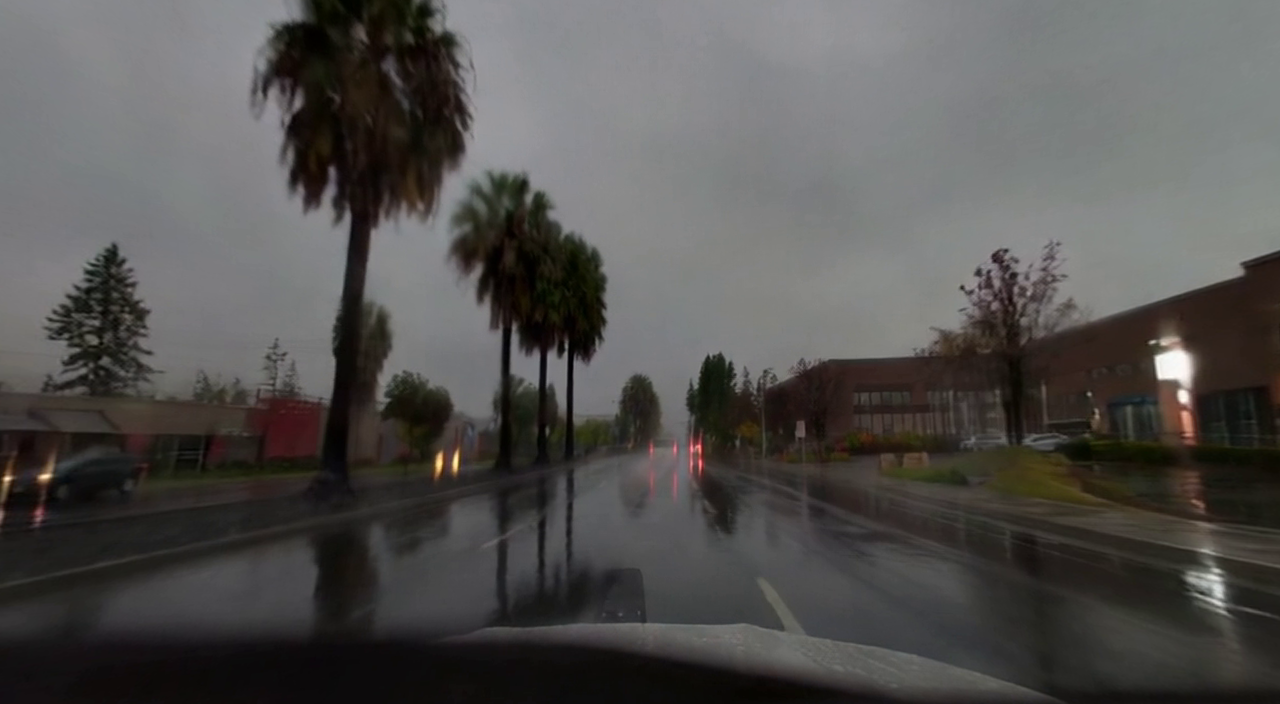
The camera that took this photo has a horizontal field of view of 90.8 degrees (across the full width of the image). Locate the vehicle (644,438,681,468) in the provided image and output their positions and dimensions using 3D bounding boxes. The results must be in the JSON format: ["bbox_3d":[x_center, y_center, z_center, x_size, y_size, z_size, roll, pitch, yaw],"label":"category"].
[{"bbox_3d":[1.421,6.231,39.030,2.147,1.745,4.648,-1,-9,3],"label":"vehicle"}]

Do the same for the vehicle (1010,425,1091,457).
[{"bbox_3d":[25.540,5.593,39.535,2.194,1.840,4.659,-1,-9,5],"label":"vehicle"}]

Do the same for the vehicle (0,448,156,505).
[{"bbox_3d":[-21.819,4.717,24.438,2.294,1.935,4.783,0,-9,1],"label":"vehicle"}]
